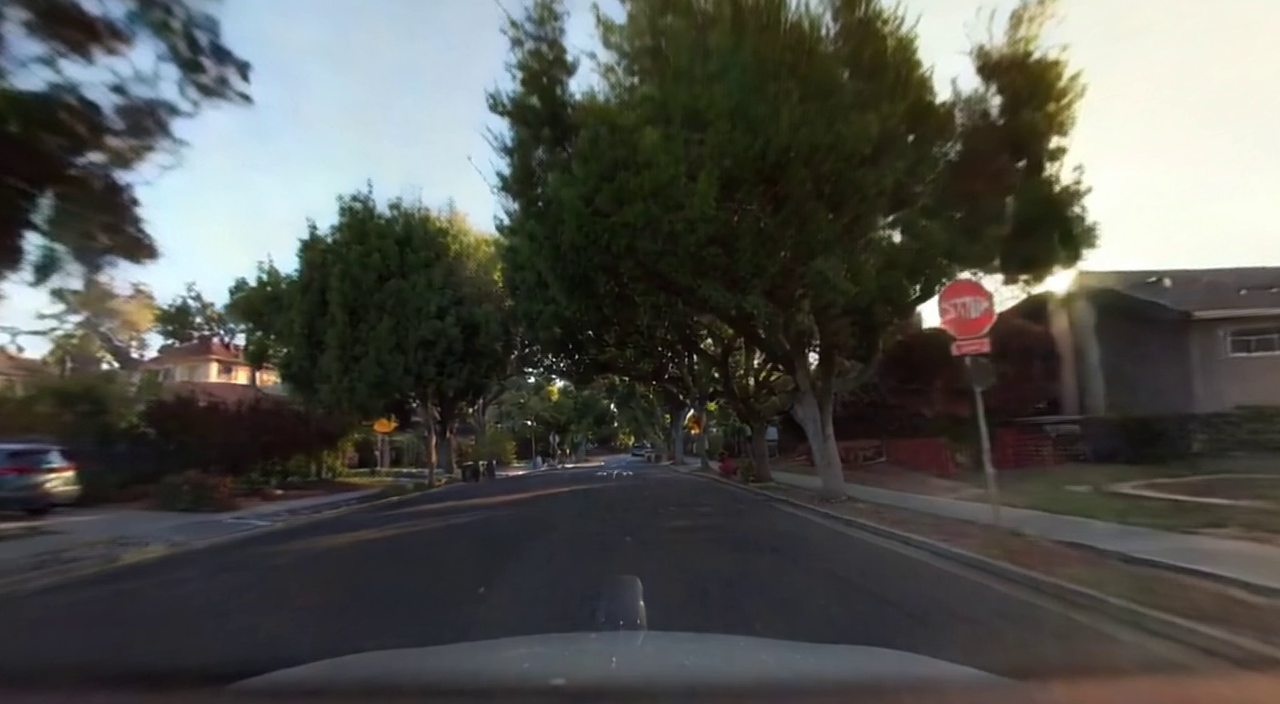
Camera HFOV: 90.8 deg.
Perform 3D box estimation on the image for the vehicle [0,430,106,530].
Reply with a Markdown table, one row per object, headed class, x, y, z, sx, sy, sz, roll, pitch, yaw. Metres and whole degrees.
| class | x | y | z | sx | sy | sz | roll | pitch | yaw |
| --- | --- | --- | --- | --- | --- | --- | --- | --- | --- |
| vehicle | -14.358 | 2.565 | 12.934 | 4.809 | 1.865 | 2.093 | 0 | -9 | -2 |
